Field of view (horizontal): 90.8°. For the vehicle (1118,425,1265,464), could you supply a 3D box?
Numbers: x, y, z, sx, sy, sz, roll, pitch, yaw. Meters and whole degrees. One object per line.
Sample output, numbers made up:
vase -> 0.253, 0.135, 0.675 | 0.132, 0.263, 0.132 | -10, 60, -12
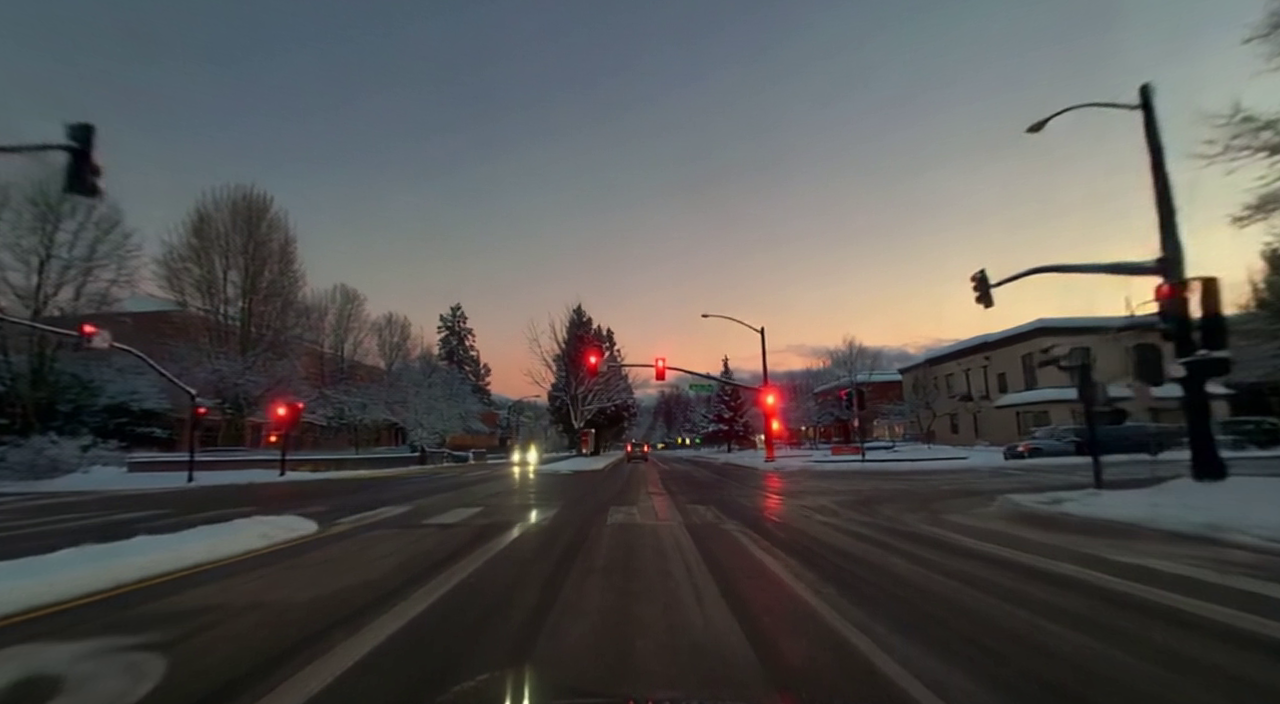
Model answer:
vehicle -> 26.427, 4.444, 30.417 | 4.922, 1.746, 2.341 | 0, -9, -3

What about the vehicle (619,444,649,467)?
vehicle -> -0.465, 7.420, 45.469 | 2.045, 1.510, 3.690 | 0, -9, -1
